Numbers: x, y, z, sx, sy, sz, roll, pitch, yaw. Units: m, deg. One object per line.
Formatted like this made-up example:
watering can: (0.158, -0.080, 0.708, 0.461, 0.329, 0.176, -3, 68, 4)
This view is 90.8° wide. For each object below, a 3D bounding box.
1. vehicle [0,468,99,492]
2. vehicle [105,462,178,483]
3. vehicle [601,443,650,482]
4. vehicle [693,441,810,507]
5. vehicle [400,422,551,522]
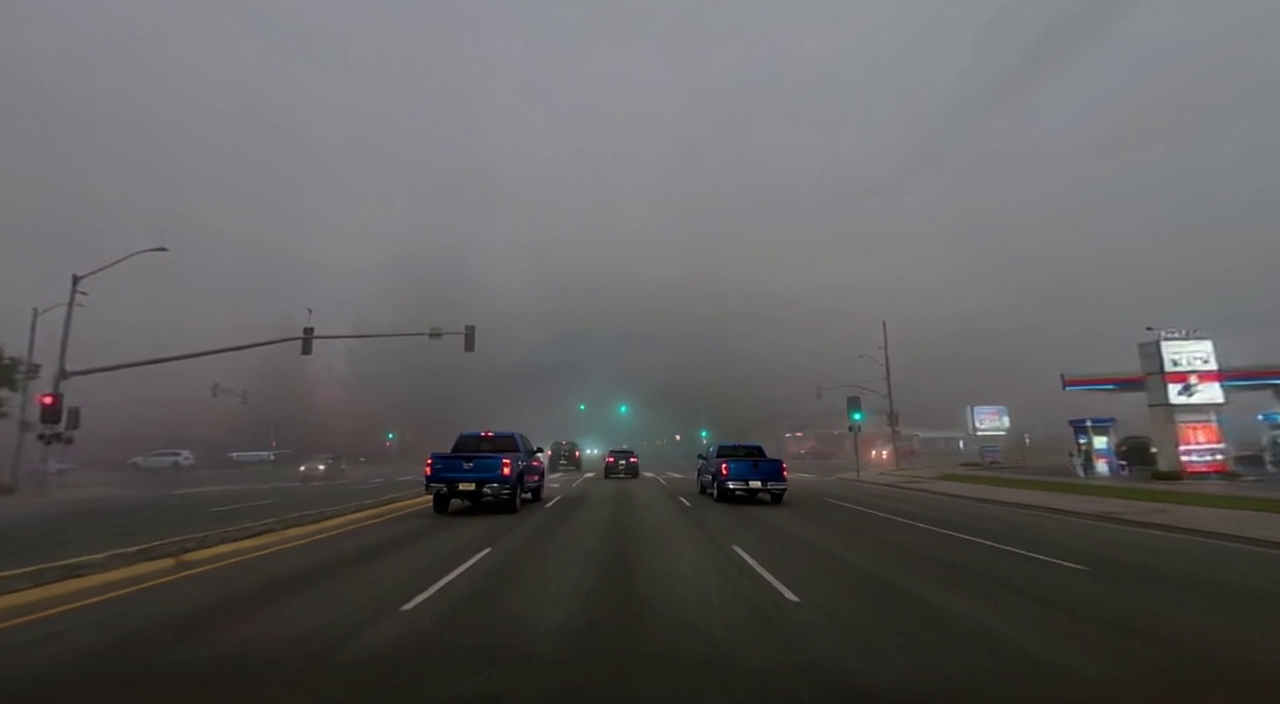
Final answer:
vehicle: (-38.581, 8.305, 41.244, 4.460, 1.411, 1.879, 2, -9, -10)
vehicle: (-38.113, 9.224, 48.373, 3.849, 1.510, 1.865, 1, -9, -10)
vehicle: (-0.691, 4.840, 28.014, 2.029, 1.605, 3.827, 0, -9, -3)
vehicle: (2.747, 3.128, 16.712, 2.061, 1.487, 4.462, 0, -9, -3)
vehicle: (-3.563, 2.730, 15.046, 2.195, 1.905, 5.634, 0, -9, -1)
